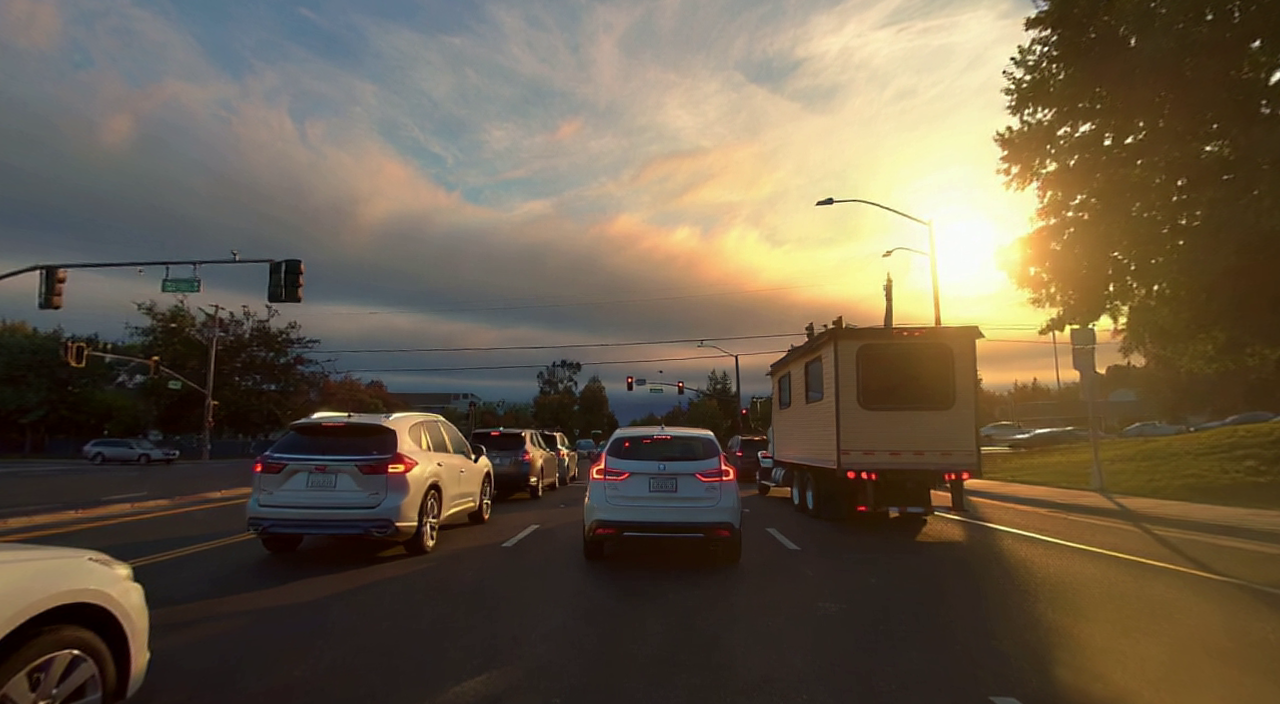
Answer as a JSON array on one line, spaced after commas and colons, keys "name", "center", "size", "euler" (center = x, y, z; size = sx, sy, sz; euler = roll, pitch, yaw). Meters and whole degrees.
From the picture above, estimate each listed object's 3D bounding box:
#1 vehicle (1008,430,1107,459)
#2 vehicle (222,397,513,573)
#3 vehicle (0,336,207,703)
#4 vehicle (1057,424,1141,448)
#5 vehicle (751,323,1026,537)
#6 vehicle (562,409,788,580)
[{"name": "vehicle", "center": [24.016, 5.343, 36.401], "size": [4.426, 1.570, 1.818], "euler": [0, -8, -3]}, {"name": "vehicle", "center": [-3.282, 1.712, 8.847], "size": [2.085, 1.812, 4.388], "euler": [0, -9, 0]}, {"name": "vehicle", "center": [-3.437, 0.671, 1.482], "size": [1.952, 1.730, 4.116], "euler": [0, -9, -1]}, {"name": "vehicle", "center": [33.210, 6.125, 45.865], "size": [4.671, 1.595, 1.824], "euler": [-5, -10, 31]}, {"name": "vehicle", "center": [3.676, 1.400, 10.999], "size": [2.531, 2.750, 5.595], "euler": [0, -9, 1]}, {"name": "vehicle", "center": [0.345, 1.704, 8.320], "size": [2.189, 1.649, 4.171], "euler": [0, -9, 0]}]
